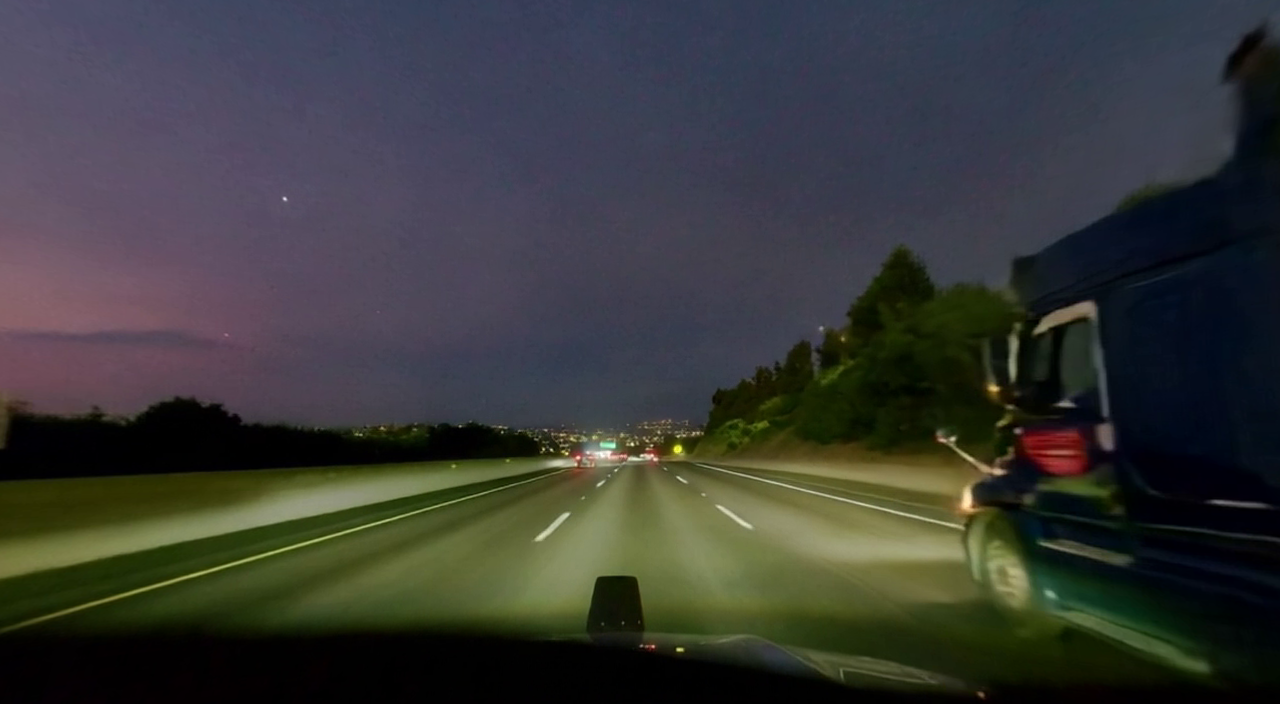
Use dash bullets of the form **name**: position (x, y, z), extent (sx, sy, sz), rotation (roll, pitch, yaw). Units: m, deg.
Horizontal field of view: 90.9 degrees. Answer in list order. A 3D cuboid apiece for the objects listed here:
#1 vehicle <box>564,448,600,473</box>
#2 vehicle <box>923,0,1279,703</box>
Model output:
- **vehicle**: position (-3.630, 6.885, 40.074), extent (1.918, 1.510, 4.006), rotation (0, -9, 0)
- **vehicle**: position (4.201, -0.285, 2.594), extent (3.140, 4.000, 6.033), rotation (0, -9, 0)
